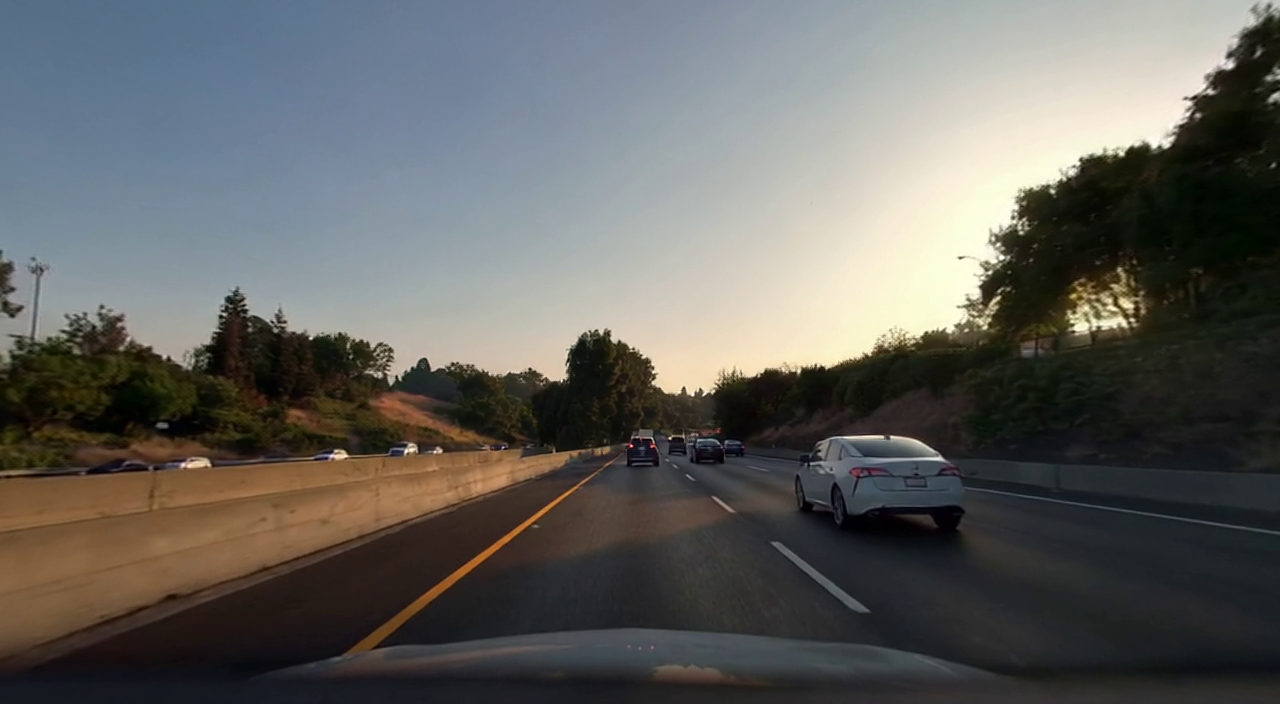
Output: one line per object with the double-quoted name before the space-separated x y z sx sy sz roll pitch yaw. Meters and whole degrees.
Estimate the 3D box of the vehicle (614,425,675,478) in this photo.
"vehicle" 0.159 3.877 24.761 2.189 1.852 4.038 0 -8 0

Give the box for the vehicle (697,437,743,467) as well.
"vehicle" 4.220 5.349 33.784 1.825 1.487 4.034 0 -8 -1

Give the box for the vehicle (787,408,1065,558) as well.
"vehicle" 3.745 1.788 9.359 2.003 1.661 4.418 0 -8 0
